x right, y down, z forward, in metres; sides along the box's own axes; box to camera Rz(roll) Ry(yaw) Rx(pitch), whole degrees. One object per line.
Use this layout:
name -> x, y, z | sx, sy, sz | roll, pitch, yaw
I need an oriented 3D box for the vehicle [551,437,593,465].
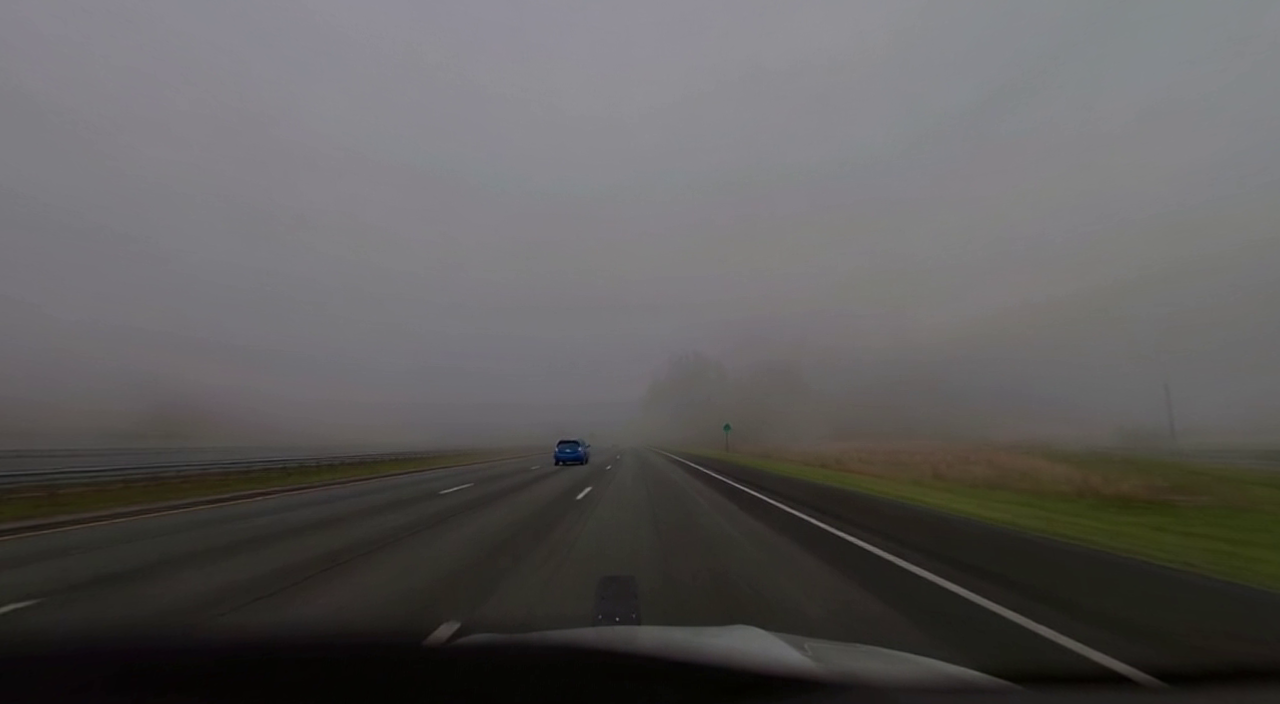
vehicle -> -3.939, 5.766, 36.992 | 2.008, 1.567, 3.959 | 0, -8, 0
